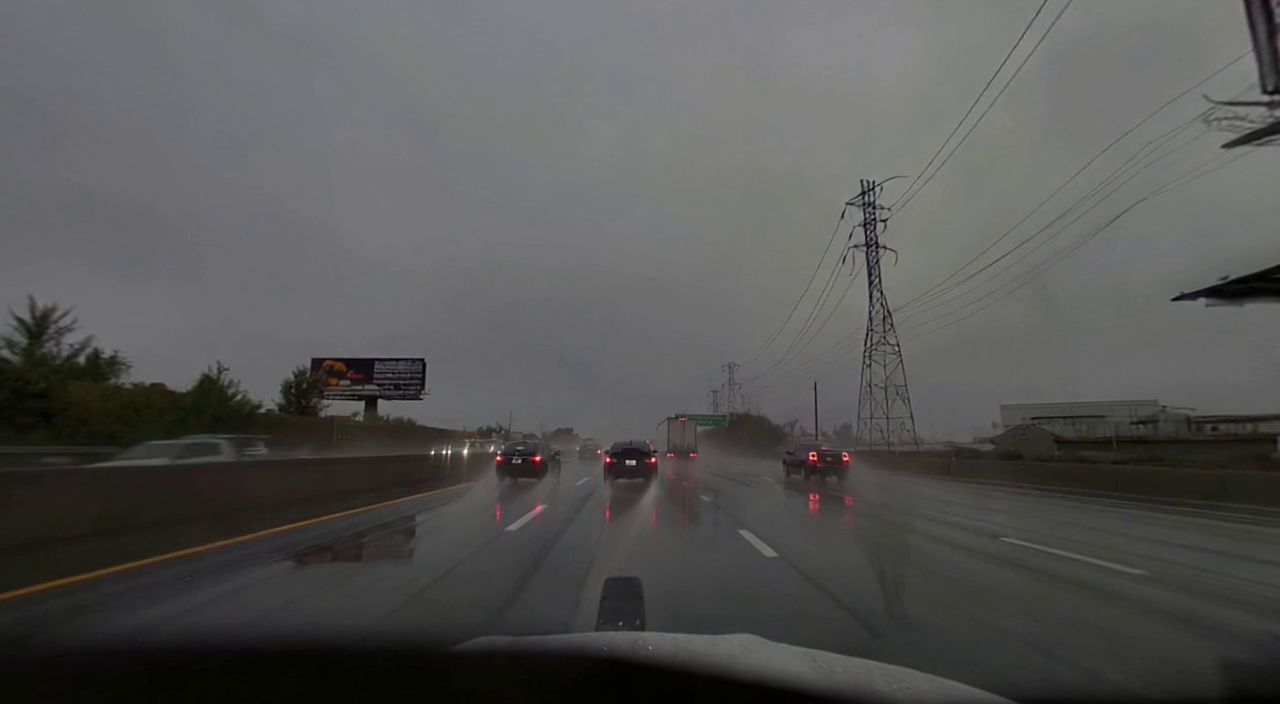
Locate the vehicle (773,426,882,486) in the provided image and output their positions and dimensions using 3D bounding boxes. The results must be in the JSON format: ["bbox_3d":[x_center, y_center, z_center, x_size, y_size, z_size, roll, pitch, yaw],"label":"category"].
[{"bbox_3d":[6.832,3.888,23.802,2.302,1.973,5.502,0,-9,-1],"label":"vehicle"}]

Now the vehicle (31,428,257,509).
[{"bbox_3d":[-10.127,2.399,13.327,1.842,1.459,3.596,0,-9,-1],"label":"vehicle"}]

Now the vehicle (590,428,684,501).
[{"bbox_3d":[-0.102,2.944,16.865,2.191,1.685,4.015,0,-9,-1],"label":"vehicle"}]

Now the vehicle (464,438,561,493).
[{"bbox_3d":[-3.815,3.487,19.828,2.025,1.498,4.675,0,-9,0],"label":"vehicle"}]
